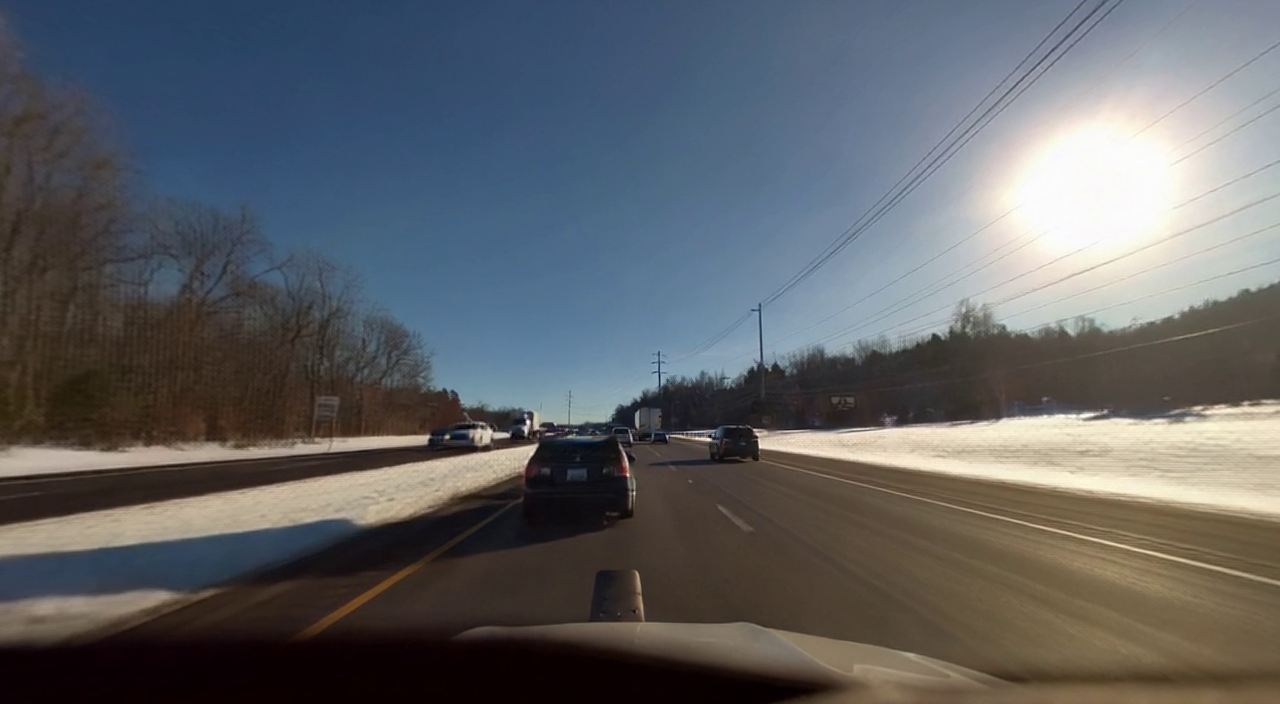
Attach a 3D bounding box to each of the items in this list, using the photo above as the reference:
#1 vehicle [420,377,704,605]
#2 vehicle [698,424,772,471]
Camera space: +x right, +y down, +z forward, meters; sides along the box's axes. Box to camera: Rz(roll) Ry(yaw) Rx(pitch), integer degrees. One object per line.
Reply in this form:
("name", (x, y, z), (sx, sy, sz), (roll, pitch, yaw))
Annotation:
("vehicle", (-0.616, 1.306, 6.836), (2.134, 1.710, 4.049), (0, -7, -1))
("vehicle", (3.420, 3.517, 23.326), (2.062, 1.581, 3.914), (0, -8, -1))
